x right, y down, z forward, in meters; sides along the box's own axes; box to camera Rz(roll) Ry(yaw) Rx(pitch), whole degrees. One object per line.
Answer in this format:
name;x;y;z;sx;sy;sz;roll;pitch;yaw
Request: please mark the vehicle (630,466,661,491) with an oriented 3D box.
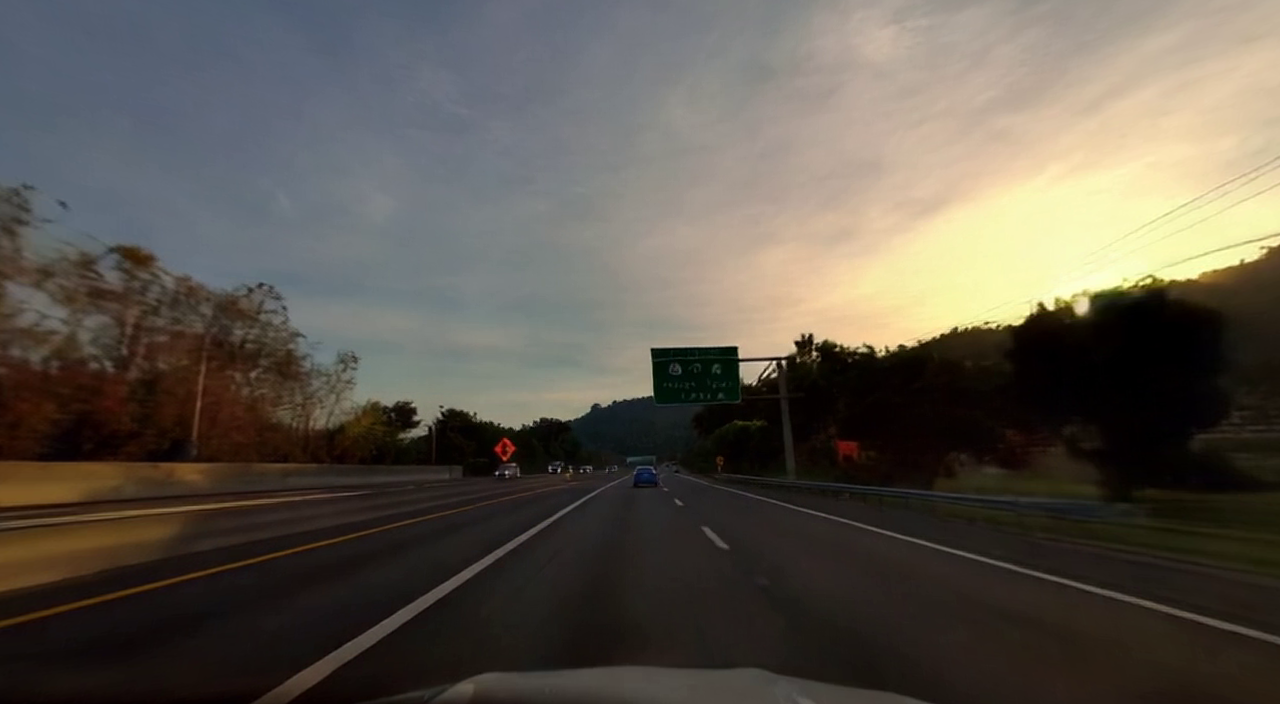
vehicle;0.344;8.462;42.394;2.016;1.530;4.009;1;-10;0
